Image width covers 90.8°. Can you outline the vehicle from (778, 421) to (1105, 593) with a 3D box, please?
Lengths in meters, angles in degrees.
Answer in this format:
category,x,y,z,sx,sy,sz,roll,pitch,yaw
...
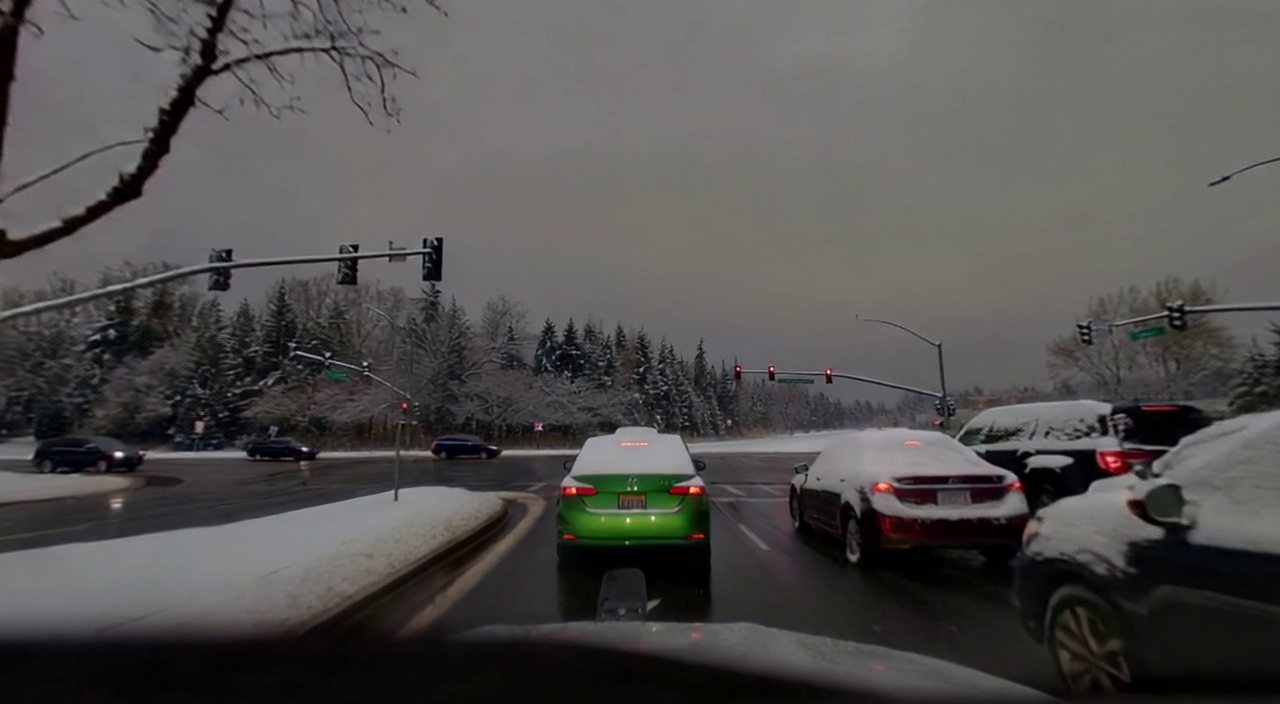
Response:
category,x,y,z,sx,sy,sz,roll,pitch,yaw
vehicle,3.108,1.678,7.740,1.861,1.479,4.371,0,-8,0

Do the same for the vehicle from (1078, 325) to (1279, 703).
category,x,y,z,sx,sy,sz,roll,pitch,yaw
vehicle,3.409,0.574,0.829,2.111,1.780,4.990,0,-9,1

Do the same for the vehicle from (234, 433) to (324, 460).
category,x,y,z,sx,sy,sz,roll,pitch,yaw
vehicle,-22.841,5.992,40.089,4.526,1.649,1.920,0,-9,2

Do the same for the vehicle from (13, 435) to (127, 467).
category,x,y,z,sx,sy,sz,roll,pitch,yaw
vehicle,-30.449,5.286,33.806,4.517,1.637,1.935,-1,-9,7

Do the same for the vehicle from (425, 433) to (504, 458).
category,x,y,z,sx,sy,sz,roll,pitch,yaw
vehicle,-11.032,5.919,40.069,4.670,1.542,1.861,2,-9,-11

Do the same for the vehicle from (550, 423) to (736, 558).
category,x,y,z,sx,sy,sz,roll,pitch,yaw
vehicle,0.045,1.833,9.069,2.026,1.458,4.175,0,-9,0
